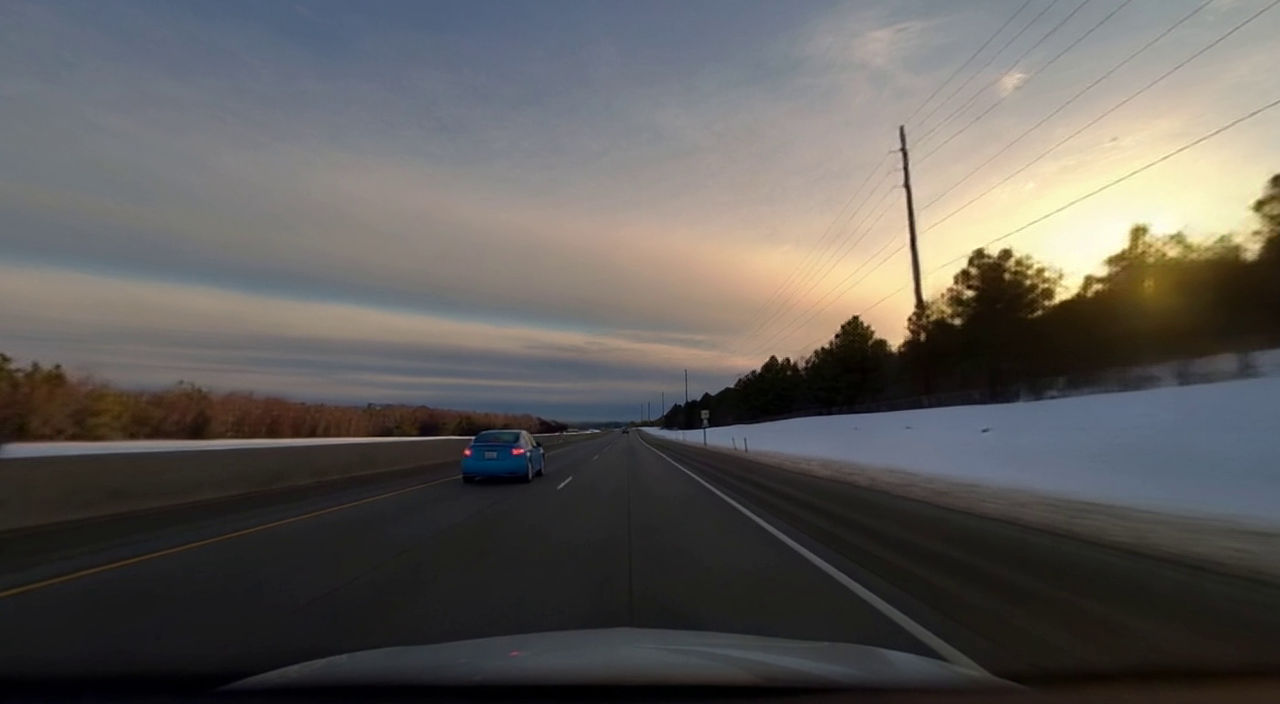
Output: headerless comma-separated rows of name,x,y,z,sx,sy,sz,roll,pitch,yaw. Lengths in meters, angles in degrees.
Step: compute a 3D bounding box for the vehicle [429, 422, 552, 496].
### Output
vehicle,-3.423,2.513,15.216,1.999,1.536,3.969,0,-8,0
